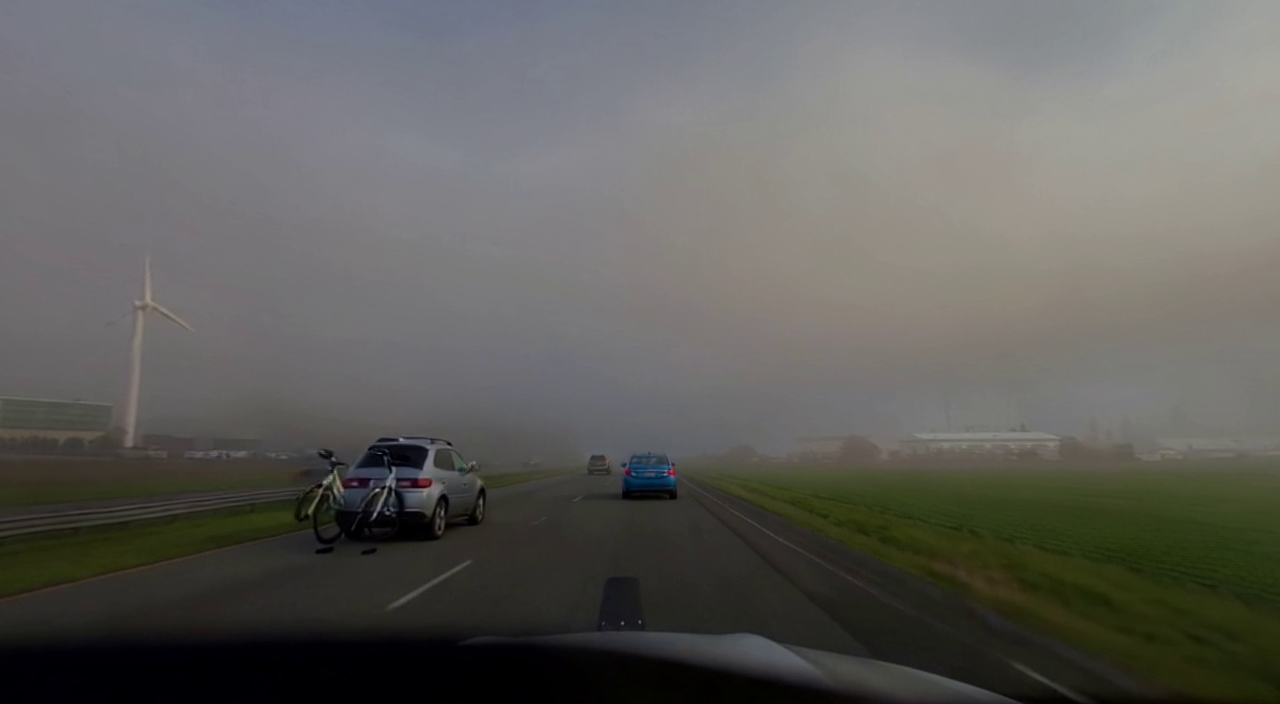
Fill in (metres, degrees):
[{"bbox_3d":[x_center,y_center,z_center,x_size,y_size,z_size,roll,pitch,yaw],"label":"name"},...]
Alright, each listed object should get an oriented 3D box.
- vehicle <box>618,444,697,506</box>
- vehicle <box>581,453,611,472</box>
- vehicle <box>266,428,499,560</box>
[{"bbox_3d":[0.474,3.532,18.487,2.063,1.582,3.955,0,-9,1],"label":"vehicle"},{"bbox_3d":[-3.416,8.727,49.917,2.059,1.455,4.205,0,-9,1],"label":"vehicle"},{"bbox_3d":[-3.795,2.159,10.240,1.962,1.681,4.033,-1,-9,2],"label":"vehicle"}]
